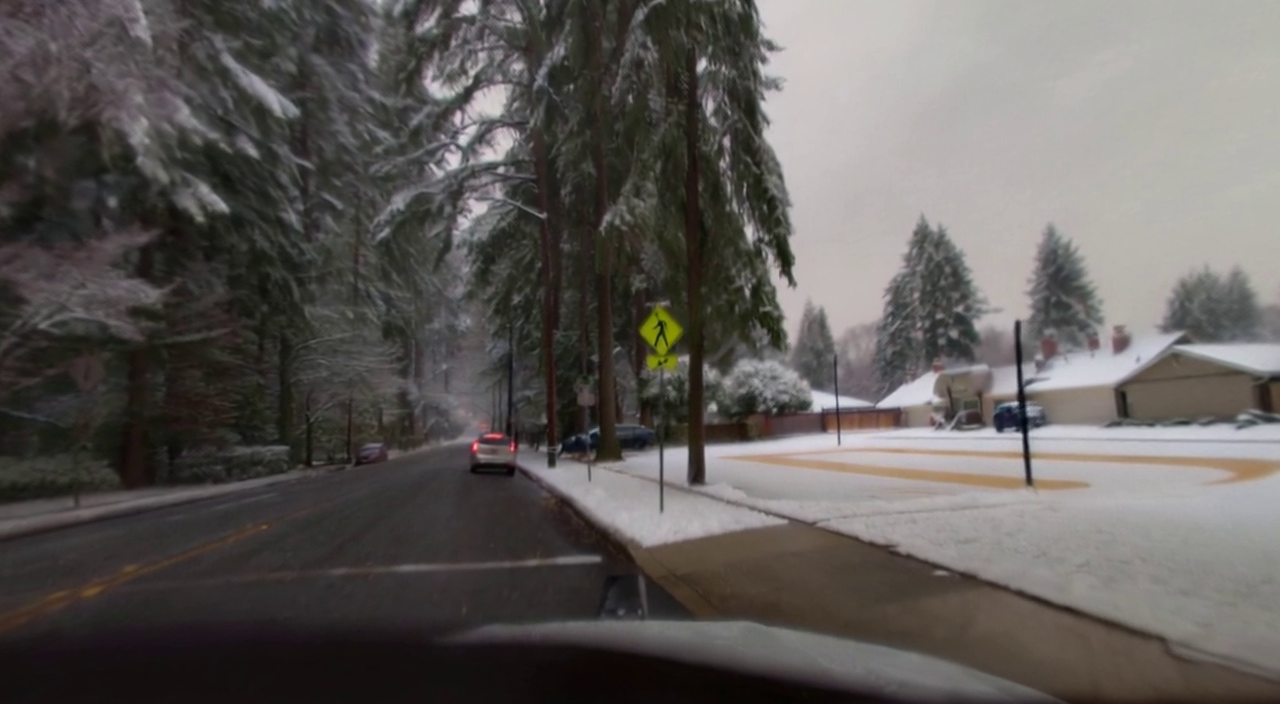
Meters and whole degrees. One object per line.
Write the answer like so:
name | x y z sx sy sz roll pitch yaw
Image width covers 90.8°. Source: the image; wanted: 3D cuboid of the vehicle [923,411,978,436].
vehicle | 22.084 5.105 44.835 4.245 1.601 1.912 7 -12 -41

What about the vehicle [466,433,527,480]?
vehicle | -5.965 4.270 26.056 2.204 1.776 4.262 2 -9 -14

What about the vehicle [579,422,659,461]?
vehicle | -1.147 5.110 36.447 1.954 1.696 4.390 -8 -5 42

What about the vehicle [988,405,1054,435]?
vehicle | 23.413 4.206 38.780 4.481 1.634 1.973 7 -11 -39
